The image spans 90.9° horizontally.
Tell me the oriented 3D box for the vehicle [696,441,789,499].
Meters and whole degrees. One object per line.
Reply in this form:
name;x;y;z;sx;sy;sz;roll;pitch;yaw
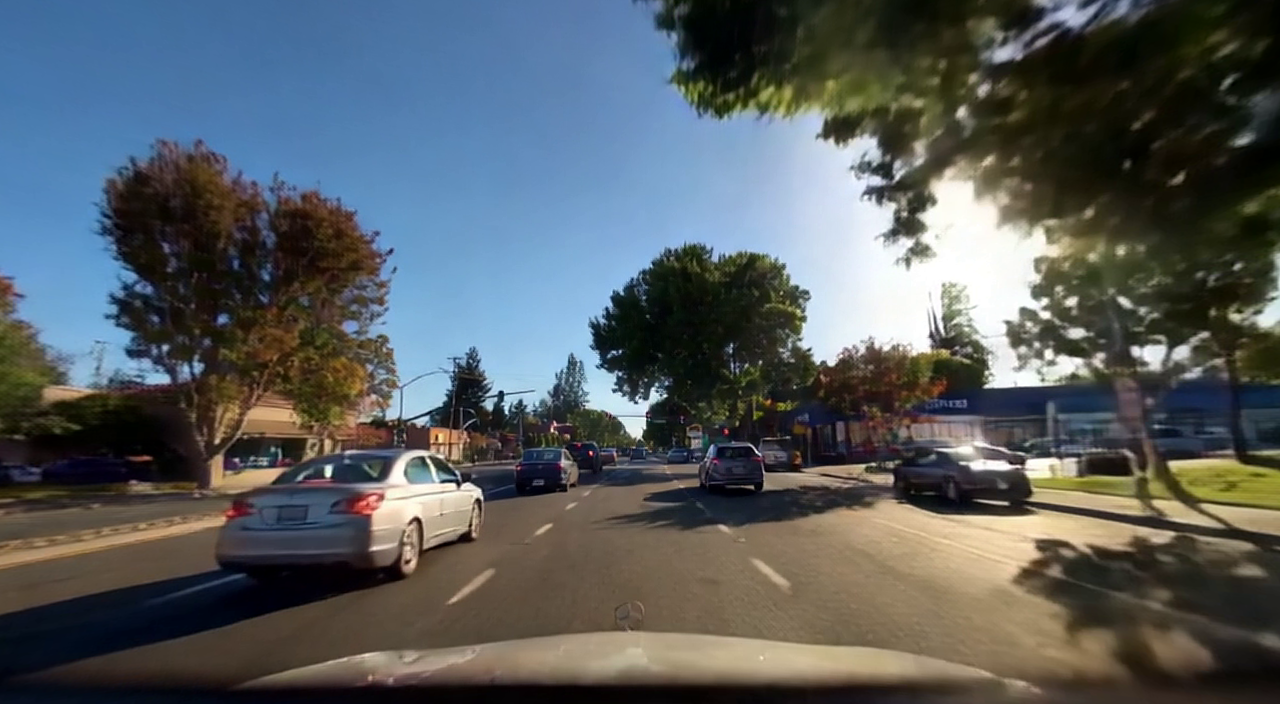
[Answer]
vehicle;2.887;3.429;18.734;2.004;1.512;4.206;0;-9;-1

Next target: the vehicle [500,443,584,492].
vehicle;-3.258;3.951;22.000;2.087;1.494;4.626;0;-9;2

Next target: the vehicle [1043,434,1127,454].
vehicle;34.399;7.156;48.852;1.830;1.465;4.910;4;-10;-26

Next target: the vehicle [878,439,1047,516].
vehicle;7.499;2.926;15.340;2.070;1.547;4.941;-1;-9;8

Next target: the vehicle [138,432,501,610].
vehicle;-3.150;1.736;7.479;1.952;1.457;4.372;0;-9;1

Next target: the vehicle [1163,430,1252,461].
vehicle;29.292;4.827;32.702;1.793;1.478;4.462;-5;-9;20
